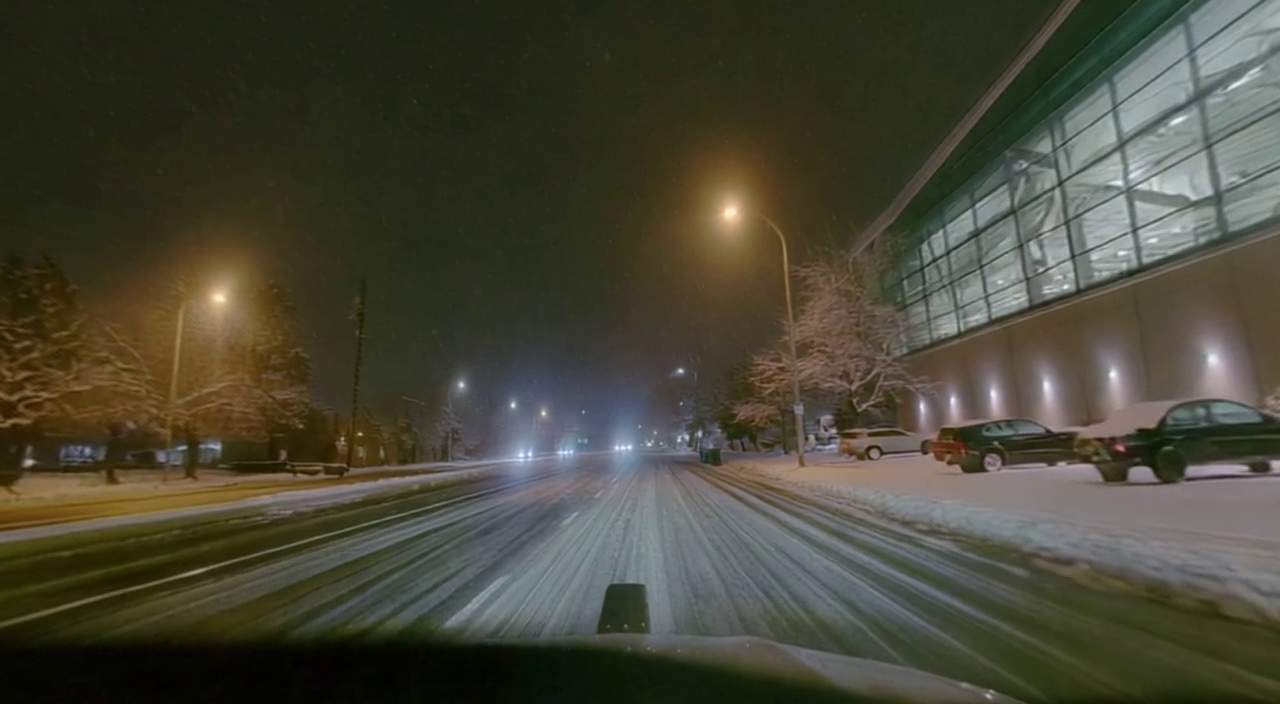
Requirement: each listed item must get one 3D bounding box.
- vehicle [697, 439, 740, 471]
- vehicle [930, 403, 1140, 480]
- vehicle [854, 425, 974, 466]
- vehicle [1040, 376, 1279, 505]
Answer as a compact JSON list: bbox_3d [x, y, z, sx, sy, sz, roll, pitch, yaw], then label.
[{"bbox_3d":[4.836,6.404,39.452,2.078,1.771,5.174,3,-8,1],"label":"vehicle"},{"bbox_3d":[11.628,2.684,18.785,4.865,1.674,1.963,-5,-10,-4],"label":"vehicle"},{"bbox_3d":[12.266,4.237,28.430,4.418,1.532,1.889,-3,-11,-2],"label":"vehicle"},{"bbox_3d":[11.960,1.773,13.371,5.330,1.917,2.001,-9,-9,0],"label":"vehicle"}]
